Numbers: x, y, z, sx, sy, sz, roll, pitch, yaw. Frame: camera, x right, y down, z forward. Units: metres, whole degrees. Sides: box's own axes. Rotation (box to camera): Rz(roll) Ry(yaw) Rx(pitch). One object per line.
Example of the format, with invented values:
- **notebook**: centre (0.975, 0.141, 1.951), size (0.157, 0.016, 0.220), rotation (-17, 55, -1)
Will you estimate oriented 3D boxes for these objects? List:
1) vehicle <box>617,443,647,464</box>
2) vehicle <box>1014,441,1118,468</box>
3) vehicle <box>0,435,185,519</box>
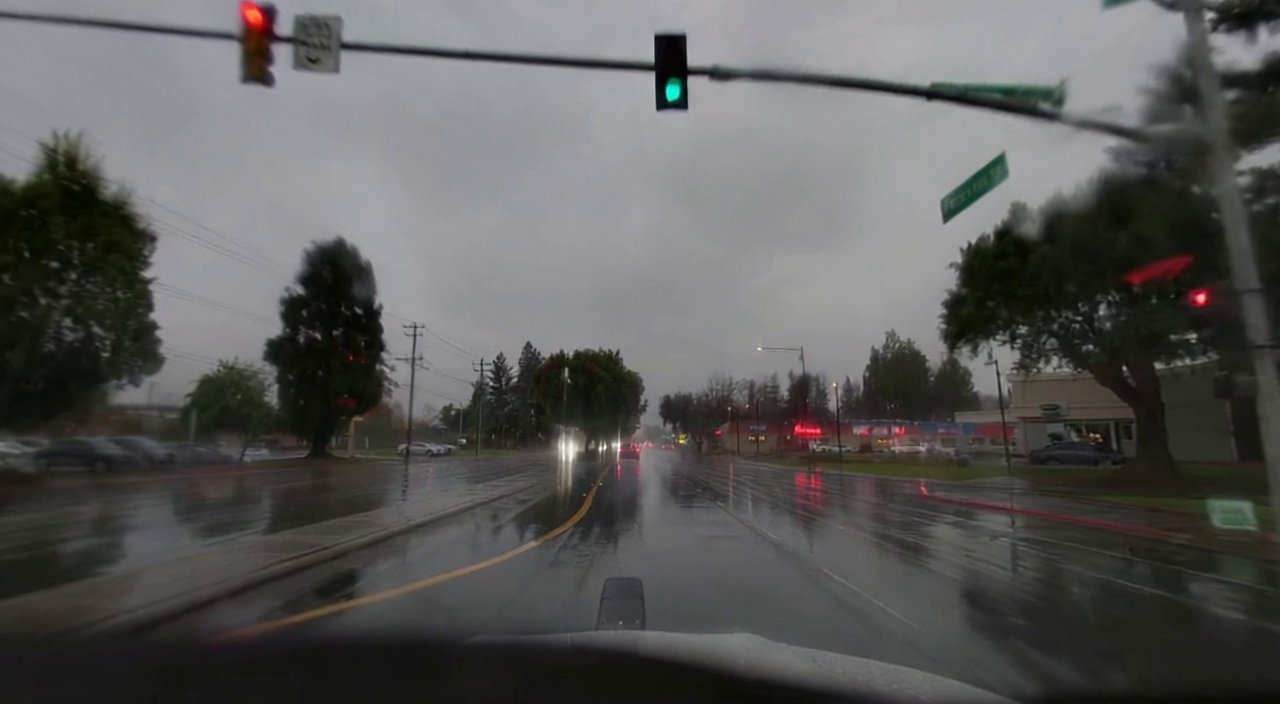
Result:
- **vehicle**: centre (-0.624, 7.646, 47.901), size (2.152, 1.499, 4.118), rotation (0, -8, -1)
- **vehicle**: centre (24.916, 5.975, 37.126), size (2.066, 1.467, 4.486), rotation (5, -10, -31)
- **vehicle**: centre (-13.230, 2.766, 14.596), size (2.012, 1.621, 4.417), rotation (0, -8, 1)
